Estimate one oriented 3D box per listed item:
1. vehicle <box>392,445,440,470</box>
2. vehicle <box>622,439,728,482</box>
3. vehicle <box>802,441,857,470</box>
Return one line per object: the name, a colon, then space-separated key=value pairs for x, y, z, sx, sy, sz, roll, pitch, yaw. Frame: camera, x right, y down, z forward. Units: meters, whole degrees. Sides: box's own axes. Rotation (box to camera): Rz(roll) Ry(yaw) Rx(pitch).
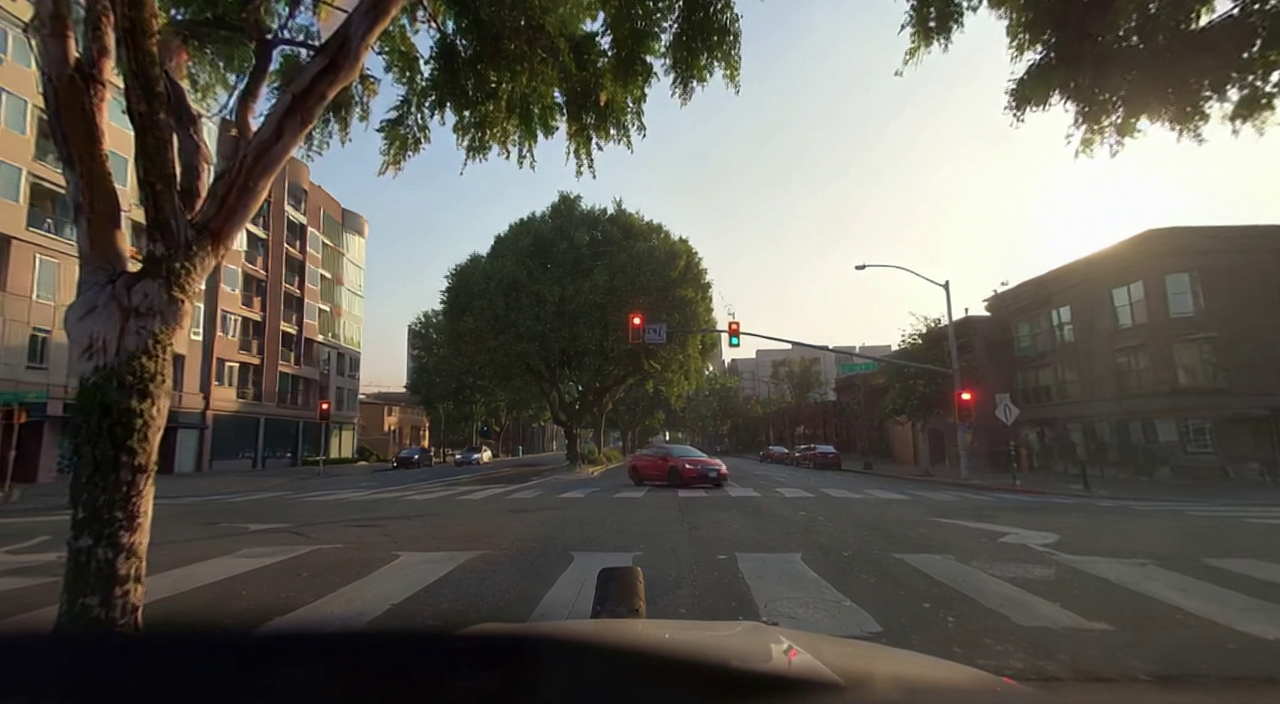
vehicle: x=-16.487 y=7.758 z=46.753 sx=2.075 sy=1.708 sz=4.335 roll=0 pitch=-8 yaw=-1
vehicle: x=1.185 y=4.107 z=24.191 sx=1.933 sy=1.460 sz=4.683 roll=4 pitch=-10 yaw=-27
vehicle: x=13.052 y=7.140 z=43.822 sx=2.181 sy=1.876 sz=4.723 roll=0 pitch=-8 yaw=-2
